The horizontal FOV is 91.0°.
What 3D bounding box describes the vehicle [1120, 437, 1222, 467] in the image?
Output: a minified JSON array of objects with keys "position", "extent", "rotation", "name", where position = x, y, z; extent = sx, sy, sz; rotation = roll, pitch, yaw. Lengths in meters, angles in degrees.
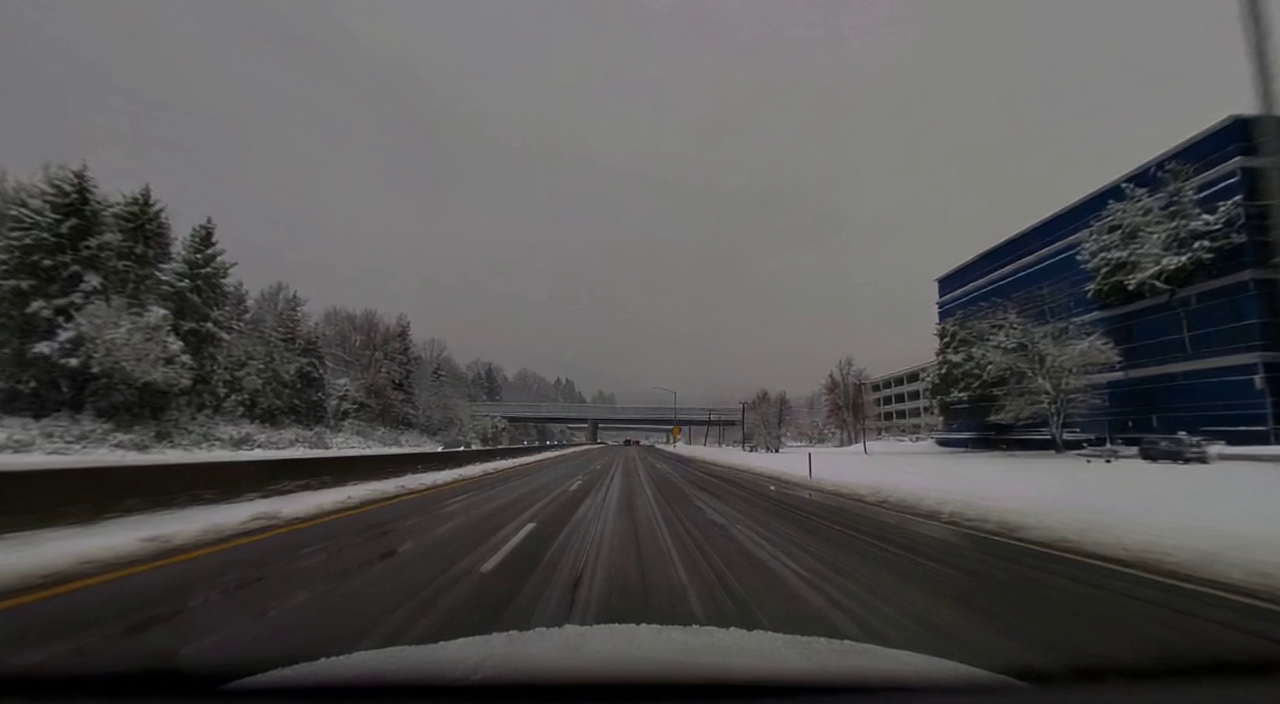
[{"position":[32.093,6.032,38.198],"extent":[1.897,1.668,4.280],"rotation":[1,-8,-14],"name":"vehicle"}]
